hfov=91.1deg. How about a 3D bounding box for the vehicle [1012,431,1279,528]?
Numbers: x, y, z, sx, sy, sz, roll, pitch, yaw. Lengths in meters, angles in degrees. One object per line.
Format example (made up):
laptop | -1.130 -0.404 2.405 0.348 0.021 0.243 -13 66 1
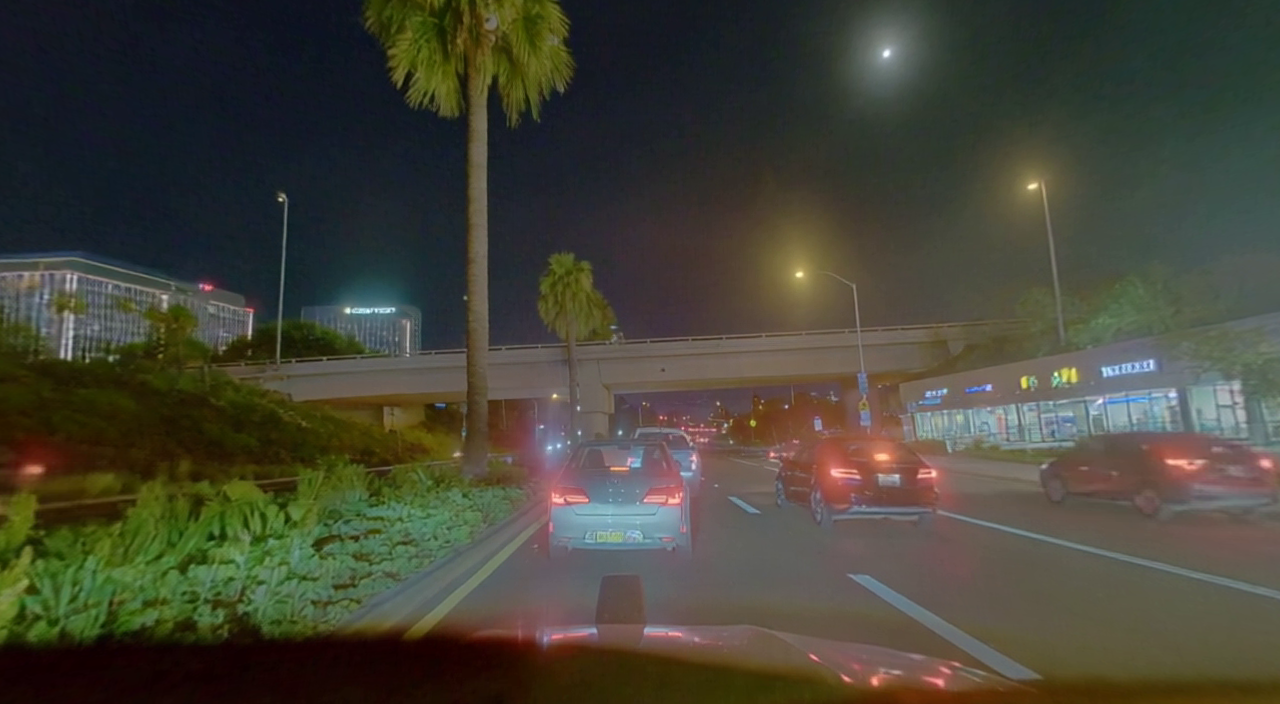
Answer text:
vehicle | 9.536 2.306 12.044 2.100 1.469 4.772 -1 -9 4

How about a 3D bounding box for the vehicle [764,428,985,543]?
vehicle | 3.624 2.151 10.875 2.034 1.517 4.840 0 -9 1

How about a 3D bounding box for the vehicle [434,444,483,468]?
vehicle | -12.317 7.062 42.867 1.933 1.486 4.449 0 -9 1

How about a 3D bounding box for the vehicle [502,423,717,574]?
vehicle | -0.248 1.779 8.413 2.172 1.506 4.018 0 -9 2
